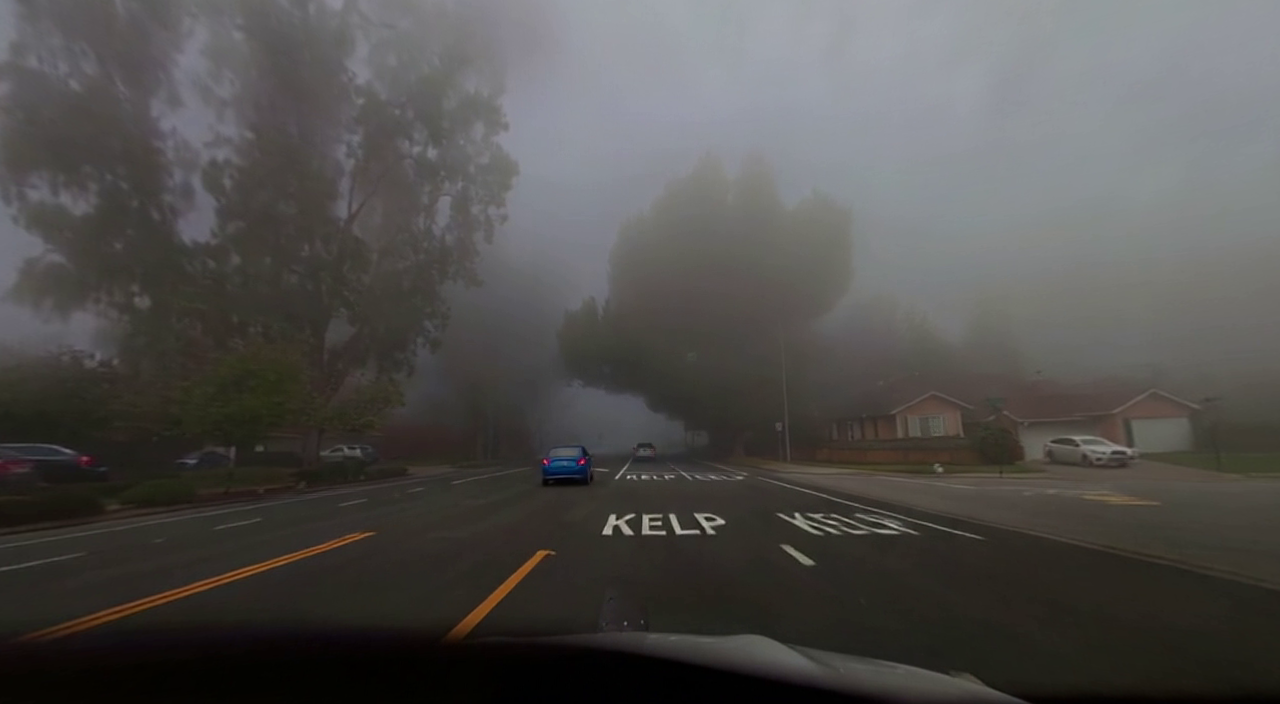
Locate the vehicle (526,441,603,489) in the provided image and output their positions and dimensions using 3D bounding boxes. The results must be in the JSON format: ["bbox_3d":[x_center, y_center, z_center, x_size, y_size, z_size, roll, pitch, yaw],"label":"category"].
[{"bbox_3d":[-2.450,3.846,21.872,2.158,1.469,4.909,0,-8,-1],"label":"vehicle"}]

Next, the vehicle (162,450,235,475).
[{"bbox_3d":[-28.598,7.126,40.960,1.961,1.470,3.811,0,-8,0],"label":"vehicle"}]

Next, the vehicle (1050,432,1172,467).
[{"bbox_3d":[22.852,4.742,30.690,4.318,1.601,1.975,0,-8,-2],"label":"vehicle"}]

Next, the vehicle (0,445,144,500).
[{"bbox_3d":[-22.539,4.527,23.897,2.173,1.849,5.752,-5,-9,11],"label":"vehicle"}]

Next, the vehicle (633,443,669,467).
[{"bbox_3d":[0.663,6.711,41.260,2.226,1.505,4.128,0,-8,0],"label":"vehicle"}]
